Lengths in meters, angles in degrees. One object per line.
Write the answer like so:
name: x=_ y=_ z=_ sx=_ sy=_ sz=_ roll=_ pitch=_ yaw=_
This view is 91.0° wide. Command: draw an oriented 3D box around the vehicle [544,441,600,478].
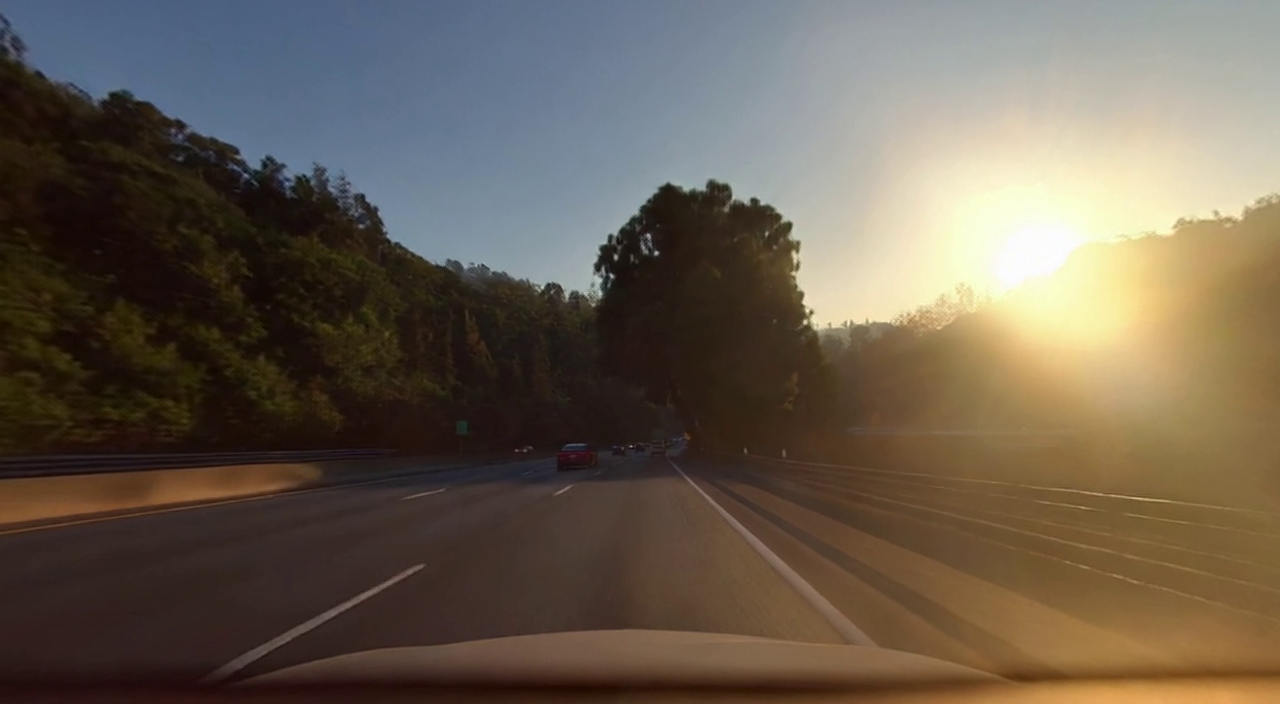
vehicle: x=-3.026 y=4.862 z=28.838 sx=2.015 sy=1.561 sz=4.469 roll=0 pitch=-8 yaw=1
